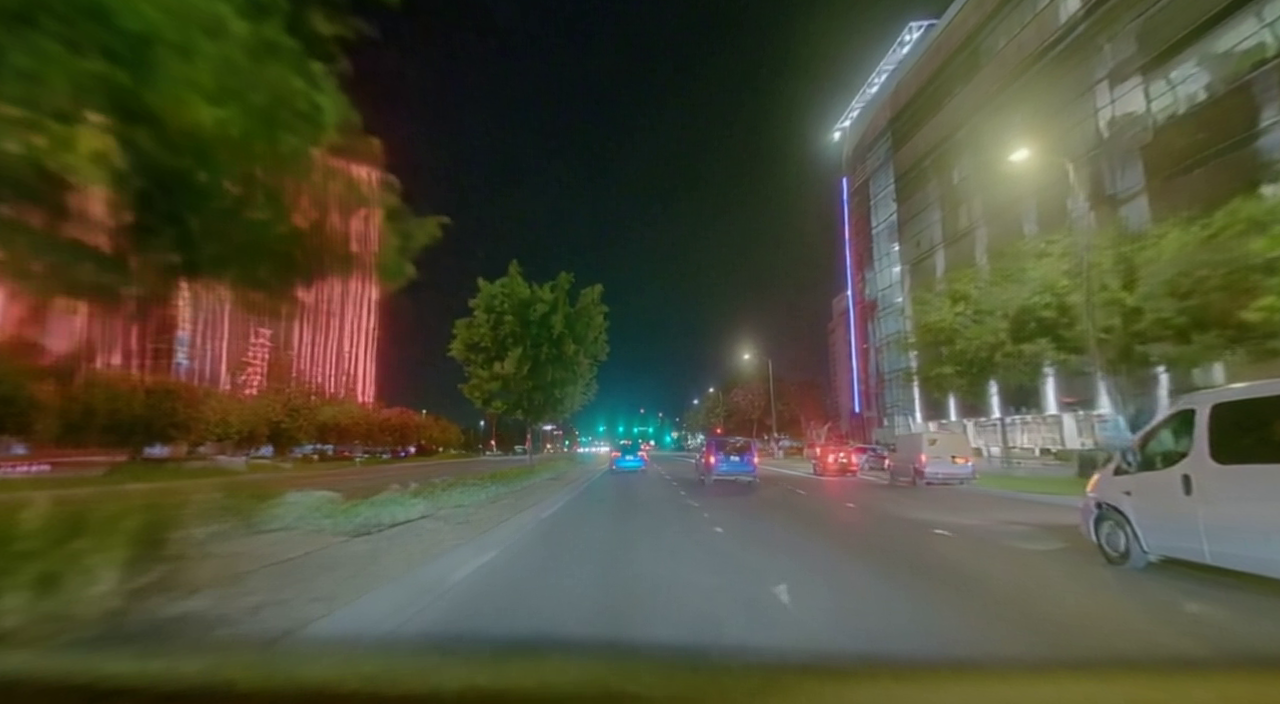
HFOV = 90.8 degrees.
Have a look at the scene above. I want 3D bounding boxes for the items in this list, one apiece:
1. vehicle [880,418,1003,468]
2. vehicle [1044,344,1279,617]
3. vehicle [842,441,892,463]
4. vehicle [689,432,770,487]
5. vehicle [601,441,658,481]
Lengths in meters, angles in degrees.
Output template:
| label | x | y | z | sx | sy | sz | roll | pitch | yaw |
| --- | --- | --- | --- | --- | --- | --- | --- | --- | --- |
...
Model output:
| label | x | y | z | sx | sy | sz | roll | pitch | yaw |
| --- | --- | --- | --- | --- | --- | --- | --- | --- | --- |
| vehicle | 17.642 | 5.355 | 37.150 | 5.907 | 2.777 | 2.431 | 0 | -8 | -2 |
| vehicle | 6.317 | 0.998 | 4.911 | 2.573 | 2.127 | 5.568 | 0 | -8 | -1 |
| vehicle | 17.100 | 7.561 | 47.862 | 2.065 | 1.603 | 4.264 | 0 | -8 | -3 |
| vehicle | 3.005 | 3.717 | 22.118 | 2.047 | 1.711 | 4.265 | 0 | -8 | -2 |
| vehicle | -0.414 | 4.297 | 25.243 | 2.095 | 1.456 | 3.873 | 0 | -8 | -1 |
